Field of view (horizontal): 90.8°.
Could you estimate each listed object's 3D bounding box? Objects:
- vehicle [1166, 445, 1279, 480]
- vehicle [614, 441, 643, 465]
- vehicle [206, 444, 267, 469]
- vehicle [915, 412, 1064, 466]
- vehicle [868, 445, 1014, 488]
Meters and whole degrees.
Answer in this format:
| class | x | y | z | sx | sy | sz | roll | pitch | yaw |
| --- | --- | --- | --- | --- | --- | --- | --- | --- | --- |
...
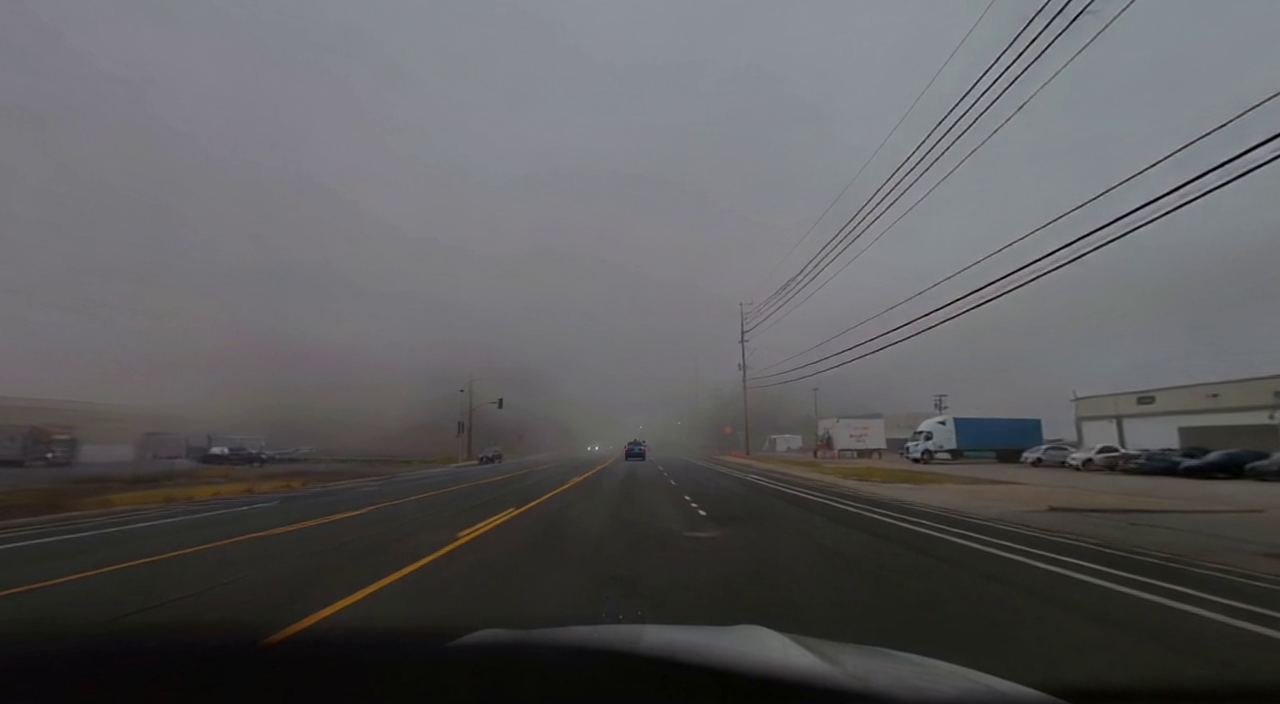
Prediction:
| class | x | y | z | sx | sy | sz | roll | pitch | yaw |
| --- | --- | --- | --- | --- | --- | --- | --- | --- | --- |
| vehicle | 25.798 | 4.755 | 27.420 | 4.134 | 1.441 | 1.836 | -1 | -8 | 2 |
| vehicle | -0.753 | 7.057 | 44.208 | 1.937 | 1.588 | 3.746 | 0 | -8 | 0 |
| vehicle | -31.606 | 8.138 | 49.460 | 4.992 | 1.876 | 2.169 | -6 | -10 | 35 |
| vehicle | 24.665 | 6.208 | 44.968 | 8.701 | 3.665 | 2.906 | 0 | -8 | 1 |
| vehicle | 11.768 | 4.486 | 24.954 | 4.758 | 1.496 | 1.871 | -1 | -9 | -1 |
